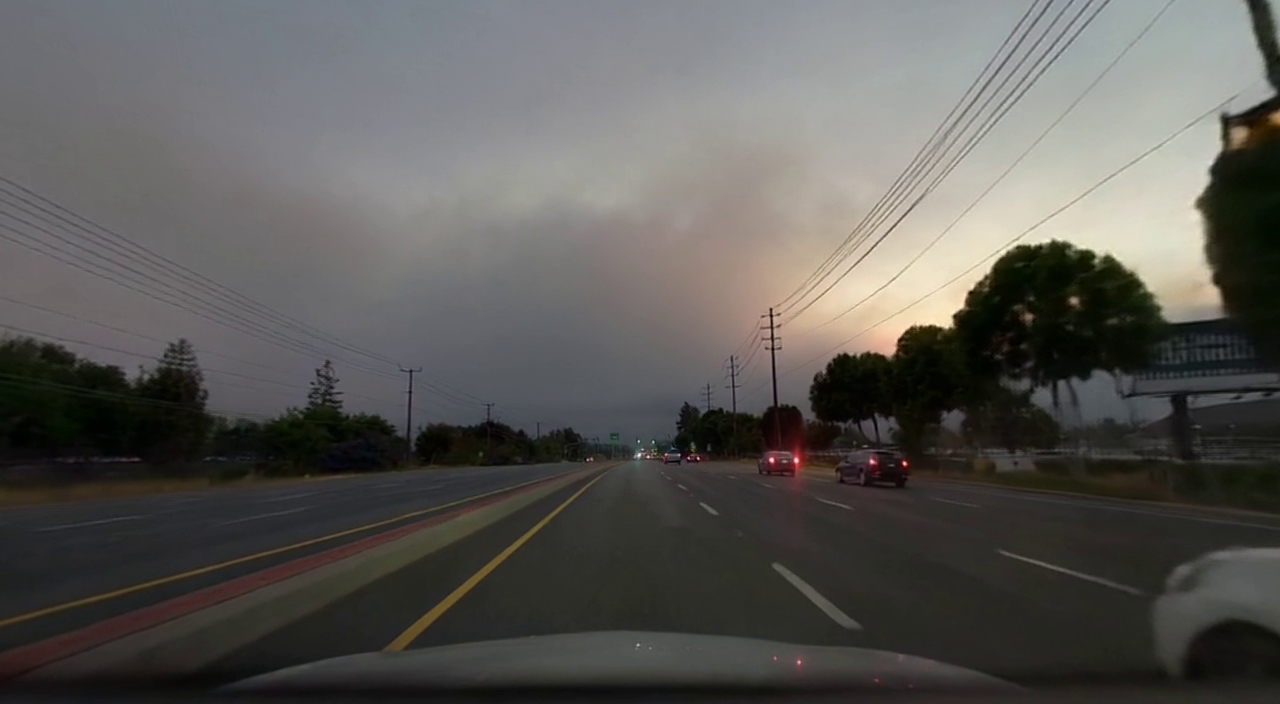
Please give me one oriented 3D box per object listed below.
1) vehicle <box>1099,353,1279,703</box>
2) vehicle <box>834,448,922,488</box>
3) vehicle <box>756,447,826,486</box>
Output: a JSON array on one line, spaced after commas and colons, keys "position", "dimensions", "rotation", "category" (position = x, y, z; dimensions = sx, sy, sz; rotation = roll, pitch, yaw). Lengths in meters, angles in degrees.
[{"position": [3.257, 0.660, 0.906], "dimensions": [2.078, 1.668, 4.078], "rotation": [0, -8, 0], "category": "vehicle"}, {"position": [9.873, 4.803, 26.589], "dimensions": [1.874, 1.482, 4.545], "rotation": [0, -8, -1], "category": "vehicle"}, {"position": [6.293, 4.808, 26.836], "dimensions": [1.882, 1.476, 4.344], "rotation": [0, -8, -1], "category": "vehicle"}]
